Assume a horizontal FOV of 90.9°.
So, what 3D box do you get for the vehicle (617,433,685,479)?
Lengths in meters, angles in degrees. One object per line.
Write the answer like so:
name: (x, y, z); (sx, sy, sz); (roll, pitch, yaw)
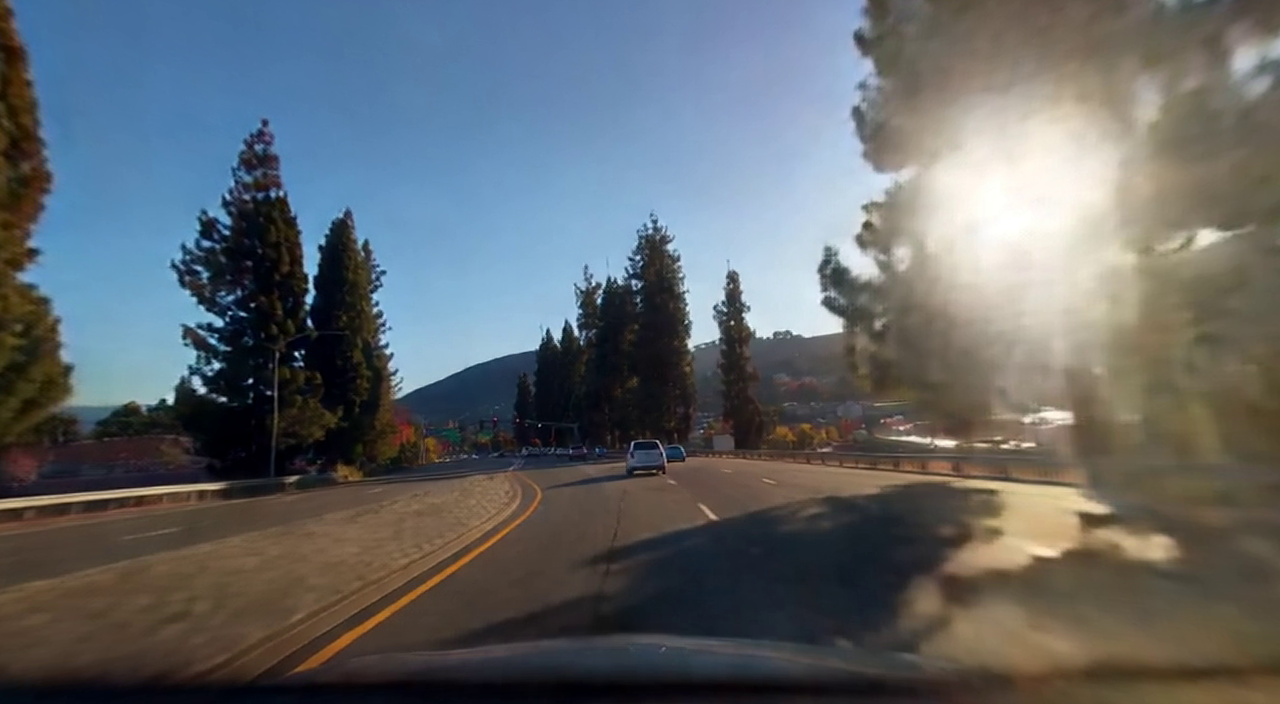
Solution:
vehicle: (0.359, 4.376, 26.730); (2.253, 1.756, 4.313); (1, -8, -7)
